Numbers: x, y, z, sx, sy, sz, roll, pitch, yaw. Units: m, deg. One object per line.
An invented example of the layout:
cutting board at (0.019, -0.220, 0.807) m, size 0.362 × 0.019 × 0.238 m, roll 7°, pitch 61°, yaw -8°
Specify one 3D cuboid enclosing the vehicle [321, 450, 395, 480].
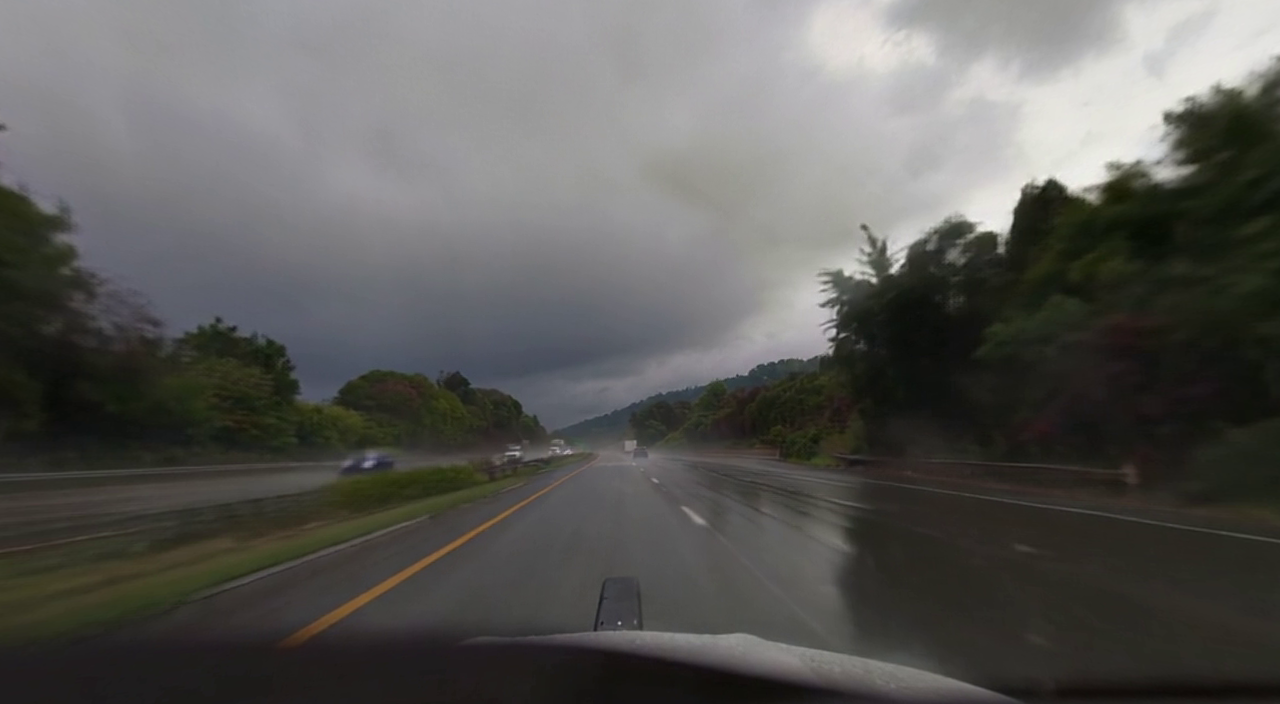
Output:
vehicle at (-14.892, 5.955, 33.465) m, size 1.996 × 1.471 × 4.494 m, roll 0°, pitch -9°, yaw -2°
